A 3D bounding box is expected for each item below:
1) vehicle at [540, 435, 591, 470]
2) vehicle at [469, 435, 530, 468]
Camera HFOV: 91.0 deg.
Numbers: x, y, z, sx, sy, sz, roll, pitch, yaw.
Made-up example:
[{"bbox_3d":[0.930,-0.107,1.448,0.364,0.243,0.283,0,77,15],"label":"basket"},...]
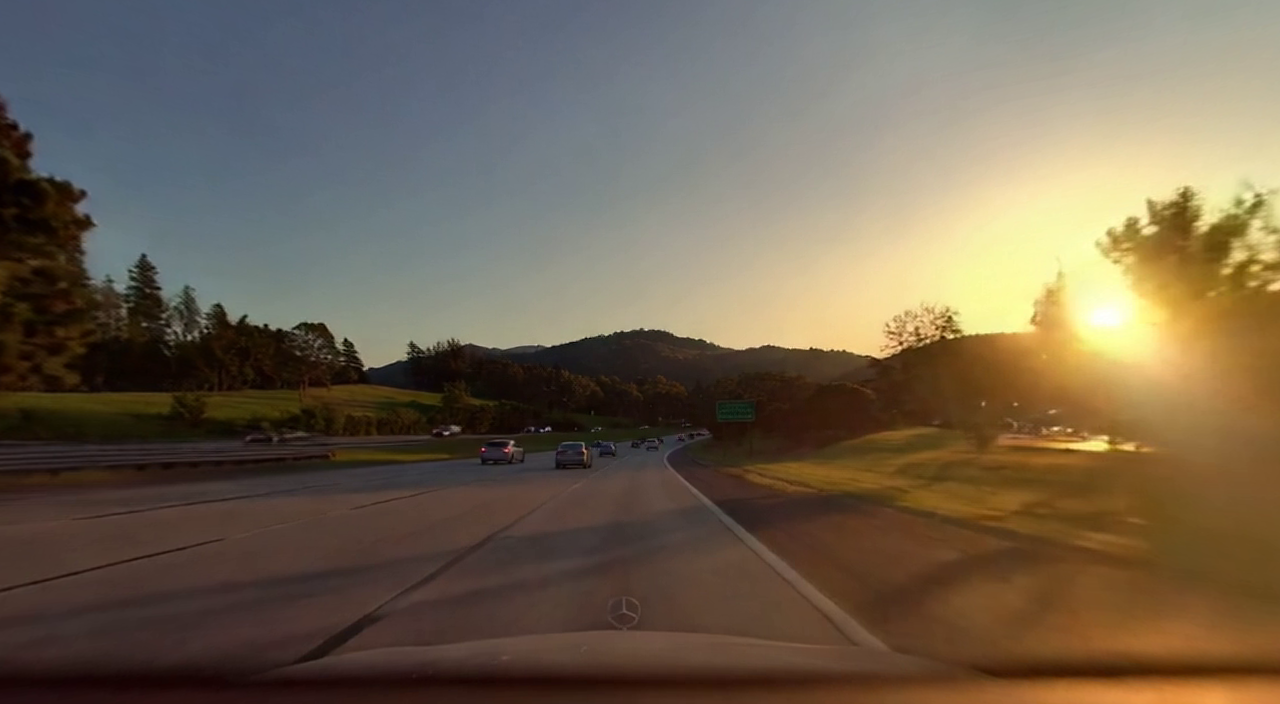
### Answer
[{"bbox_3d":[-3.840,5.317,33.330,2.035,1.673,4.469,0,-9,2],"label":"vehicle"},{"bbox_3d":[-7.544,5.405,34.313,2.108,1.686,4.556,0,-9,2],"label":"vehicle"}]
